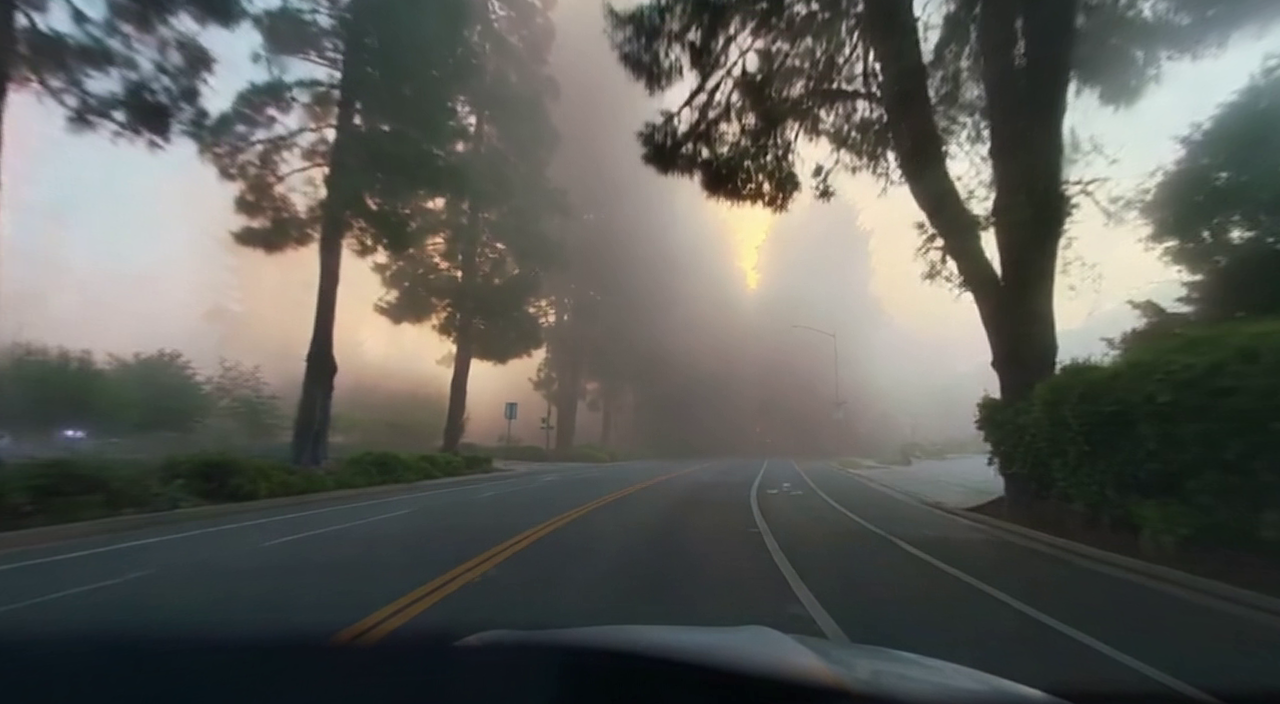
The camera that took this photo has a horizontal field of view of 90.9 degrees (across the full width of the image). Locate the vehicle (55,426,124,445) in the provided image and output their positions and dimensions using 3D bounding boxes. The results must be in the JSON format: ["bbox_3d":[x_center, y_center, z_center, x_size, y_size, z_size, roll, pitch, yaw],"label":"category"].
[{"bbox_3d":[-43.387,6.613,49.738,1.682,1.478,3.747,-1,-8,11],"label":"vehicle"}]
